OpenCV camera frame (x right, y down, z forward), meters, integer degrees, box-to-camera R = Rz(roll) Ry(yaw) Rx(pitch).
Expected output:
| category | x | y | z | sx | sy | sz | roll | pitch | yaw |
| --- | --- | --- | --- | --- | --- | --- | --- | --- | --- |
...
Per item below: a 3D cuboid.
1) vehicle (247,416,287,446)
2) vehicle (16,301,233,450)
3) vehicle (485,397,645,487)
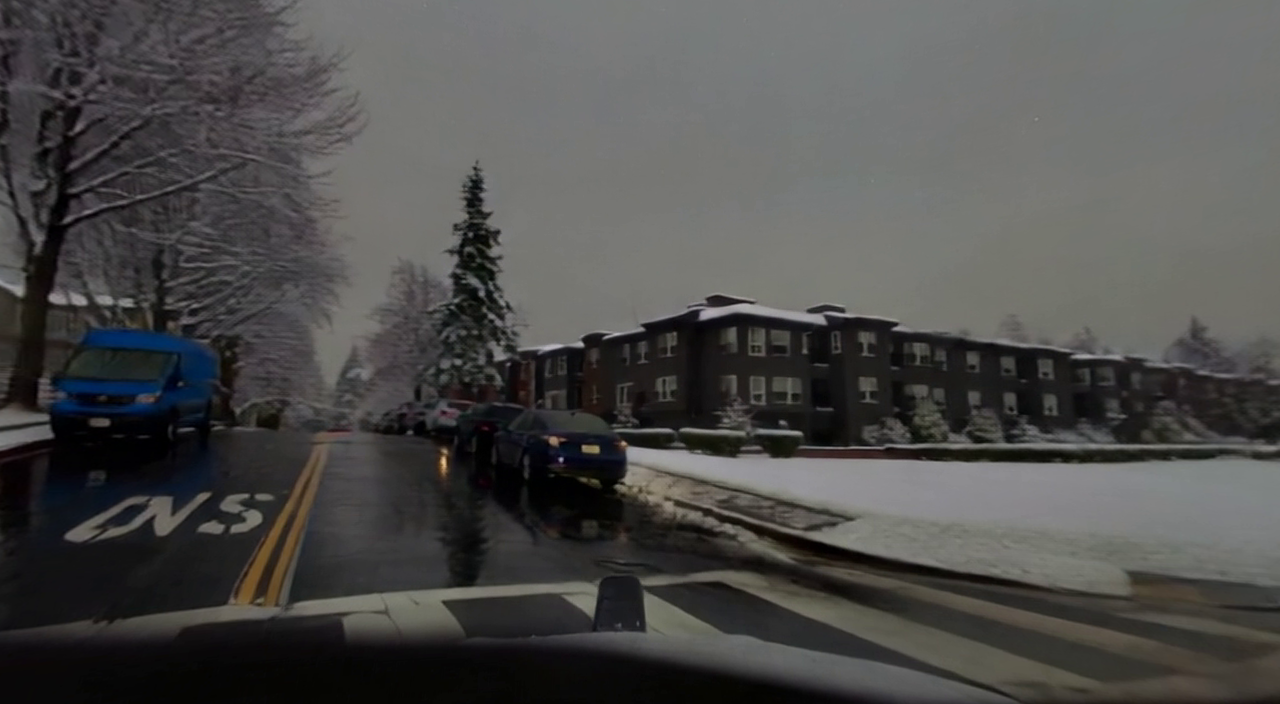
| category | x | y | z | sx | sy | sz | roll | pitch | yaw |
| --- | --- | --- | --- | --- | --- | --- | --- | --- | --- |
| vehicle | -25.653 | 5.411 | 43.588 | 2.090 | 1.674 | 4.457 | 1 | -3 | -27 |
| vehicle | -11.535 | 0.791 | 14.924 | 2.546 | 2.664 | 6.863 | 1 | -7 | -27 |
| vehicle | -1.674 | 1.783 | 12.496 | 1.827 | 1.436 | 4.322 | 4 | -9 | -25 |
